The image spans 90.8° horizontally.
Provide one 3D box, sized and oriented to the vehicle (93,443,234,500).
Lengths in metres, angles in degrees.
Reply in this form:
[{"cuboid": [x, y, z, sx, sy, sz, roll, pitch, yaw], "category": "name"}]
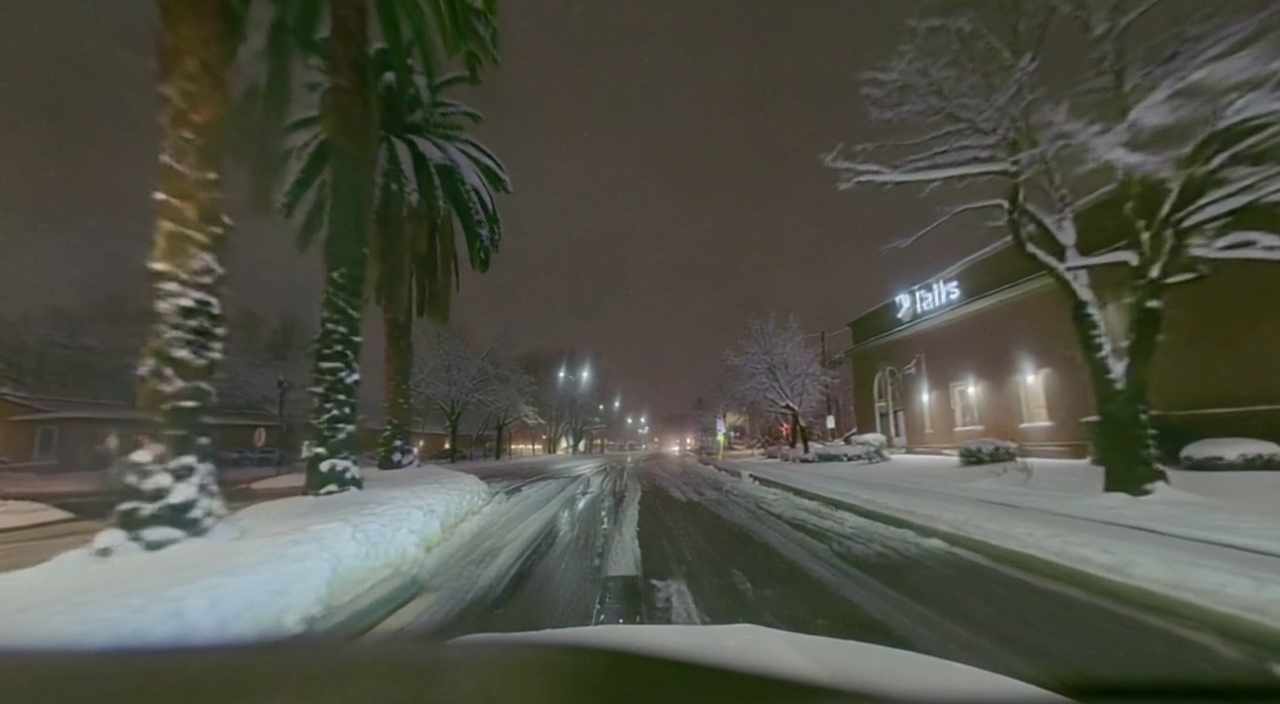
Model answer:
[{"cuboid": [-17.602, 4.338, 23.318, 4.651, 1.863, 2.174, -5, -10, 27], "category": "vehicle"}]
